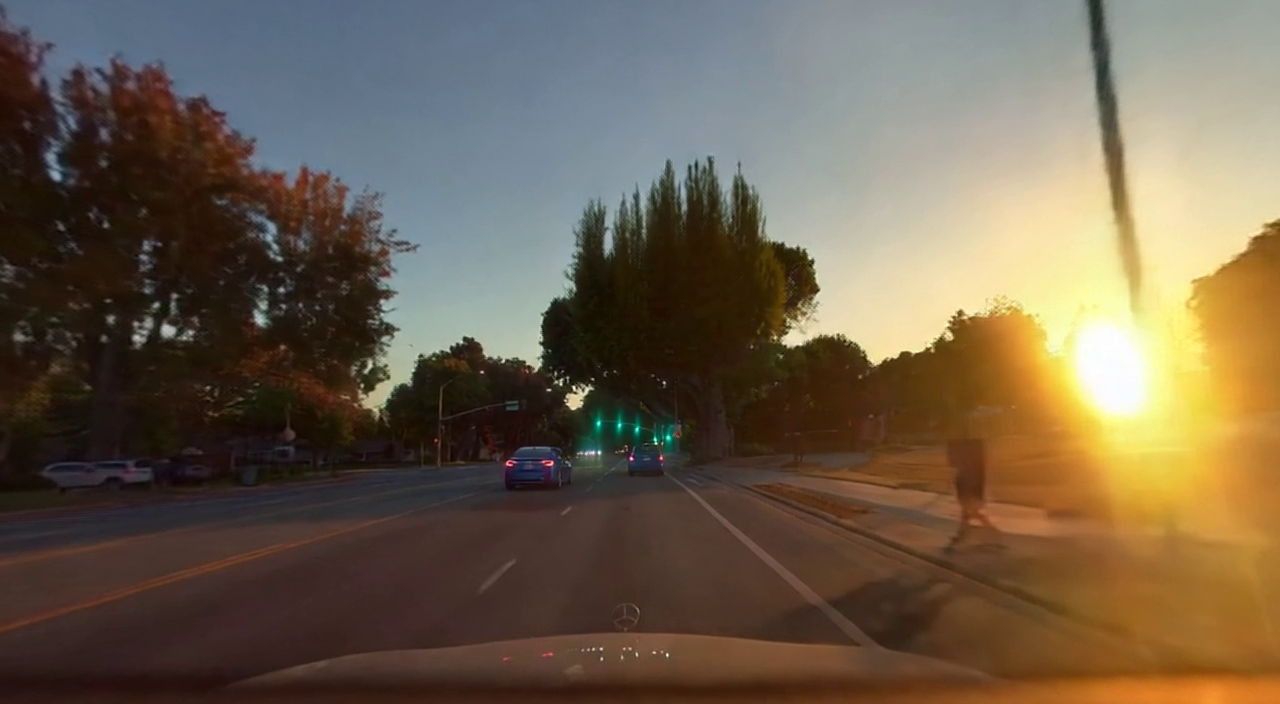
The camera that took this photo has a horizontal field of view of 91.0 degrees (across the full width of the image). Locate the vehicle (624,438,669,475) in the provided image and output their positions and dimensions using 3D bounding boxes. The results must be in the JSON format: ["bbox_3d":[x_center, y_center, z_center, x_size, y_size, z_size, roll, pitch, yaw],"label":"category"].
[{"bbox_3d":[0.271,5.474,33.173,2.215,1.799,4.426,0,-8,-1],"label":"vehicle"}]

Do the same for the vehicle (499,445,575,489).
[{"bbox_3d":[-3.612,4.113,22.934,2.036,1.447,4.044,0,-8,1],"label":"vehicle"}]

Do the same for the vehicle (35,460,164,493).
[{"bbox_3d":[-25.345,5.834,29.651,4.182,1.444,1.884,1,-8,-5],"label":"vehicle"}]
